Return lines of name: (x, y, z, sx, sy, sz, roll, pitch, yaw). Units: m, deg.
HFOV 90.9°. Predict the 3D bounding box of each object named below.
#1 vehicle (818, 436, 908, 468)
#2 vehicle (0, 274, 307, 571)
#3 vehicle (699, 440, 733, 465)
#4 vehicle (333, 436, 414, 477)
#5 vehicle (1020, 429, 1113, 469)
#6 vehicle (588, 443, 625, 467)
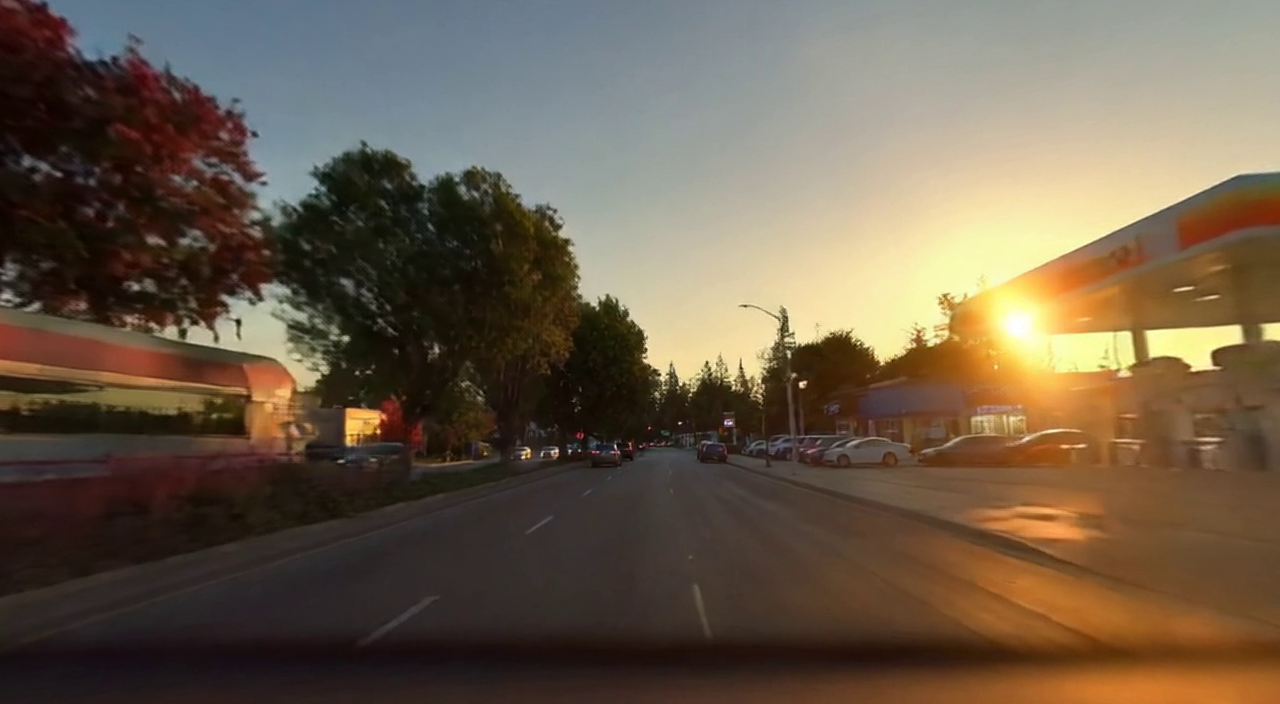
vehicle: (12.769, 5.738, 36.293, 4.454, 1.776, 1.891, 0, -9, 2)
vehicle: (-8.677, 0.793, 6.783, 3.056, 3.289, 13.199, -2, -8, 0)
vehicle: (5.658, 7.565, 47.541, 2.179, 1.709, 4.512, 0, -9, 2)
vehicle: (-14.008, 5.516, 33.522, 2.060, 2.017, 4.660, 0, -9, 3)
vehicle: (21.599, 4.984, 32.206, 2.060, 1.865, 4.542, -1, -9, 8)
vehicle: (-2.007, 6.411, 39.264, 1.959, 1.406, 4.272, 0, -9, 2)
